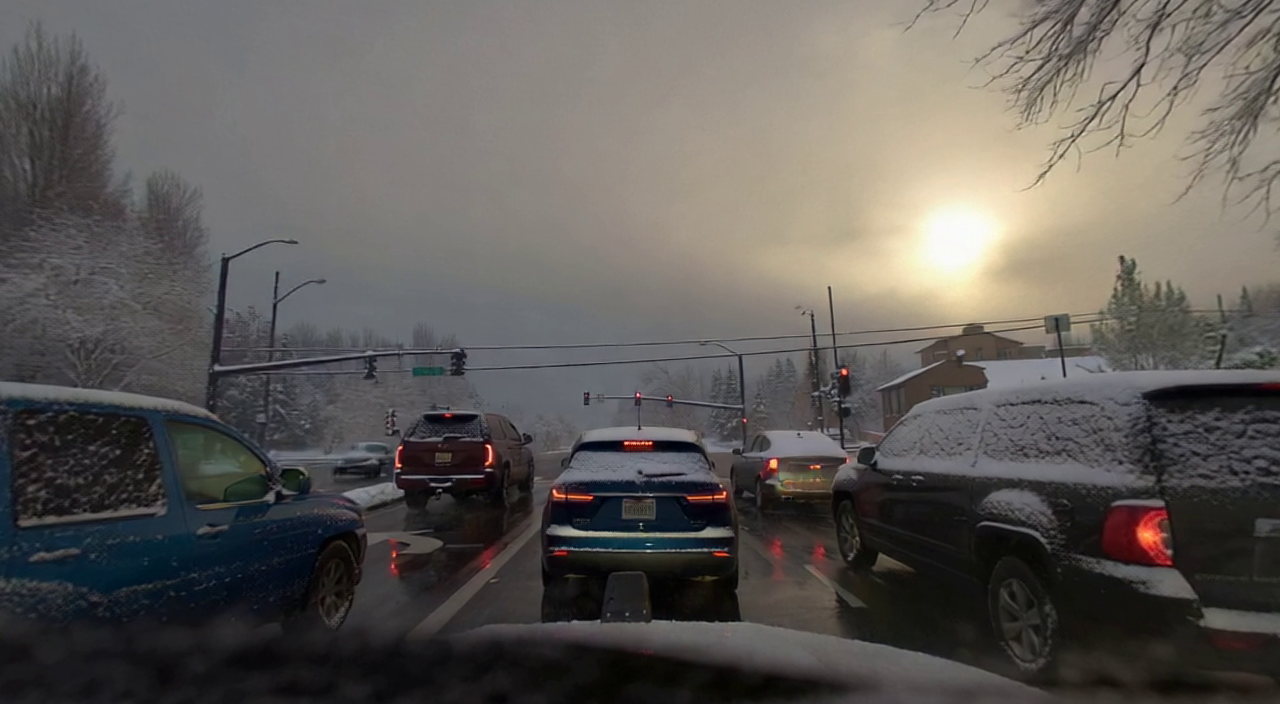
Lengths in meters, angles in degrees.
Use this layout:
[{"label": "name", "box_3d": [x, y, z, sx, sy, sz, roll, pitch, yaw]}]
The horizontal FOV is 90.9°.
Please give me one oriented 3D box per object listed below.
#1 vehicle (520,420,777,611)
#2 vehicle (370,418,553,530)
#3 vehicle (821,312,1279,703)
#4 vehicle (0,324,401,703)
[{"label": "vehicle", "box_3d": [0.029, 1.586, 7.023, 2.021, 1.490, 3.948, 0, -8, -1]}, {"label": "vehicle", "box_3d": [-3.183, 2.299, 12.449, 2.117, 1.772, 4.619, 0, -8, 2]}, {"label": "vehicle", "box_3d": [3.216, 1.098, 4.724, 2.141, 1.833, 4.704, 0, -8, -2]}, {"label": "vehicle", "box_3d": [-3.125, 0.953, 3.302, 1.982, 1.721, 4.261, 0, -8, 1]}]
